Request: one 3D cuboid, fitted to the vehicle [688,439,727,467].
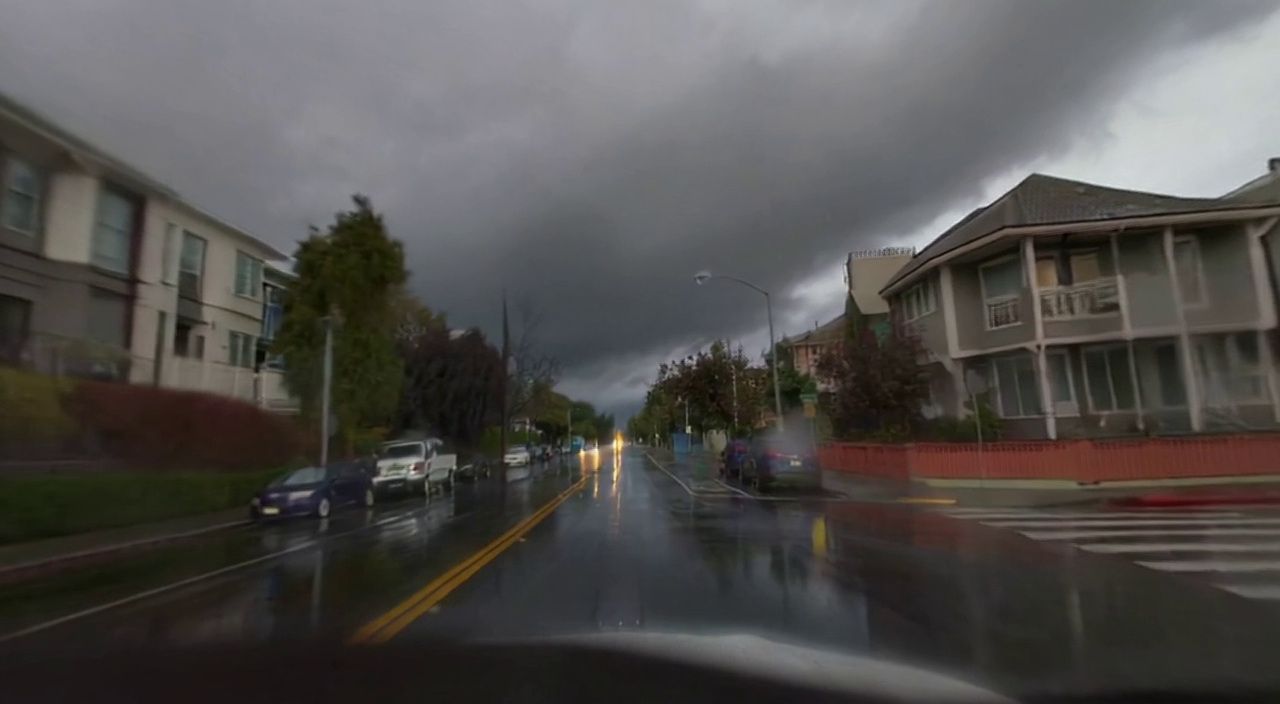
[{"bbox_3d":[4.018,6.052,38.020,1.845,1.556,3.929,0,-8,-1],"label":"vehicle"}]

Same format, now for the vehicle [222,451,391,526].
[{"bbox_3d":[-8.061,3.286,15.844,1.967,1.517,4.360,0,-8,-2],"label":"vehicle"}]

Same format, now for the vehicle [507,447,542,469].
[{"bbox_3d":[-8.307,7.640,45.654,1.852,1.482,3.916,-1,-9,-2],"label":"vehicle"}]

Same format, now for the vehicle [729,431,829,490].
[{"bbox_3d":[4.305,3.445,20.364,2.034,1.674,4.271,0,-8,-3],"label":"vehicle"}]

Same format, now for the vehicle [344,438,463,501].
[{"bbox_3d":[-7.906,3.978,21.796,2.283,1.853,4.903,-1,-9,-1],"label":"vehicle"}]
